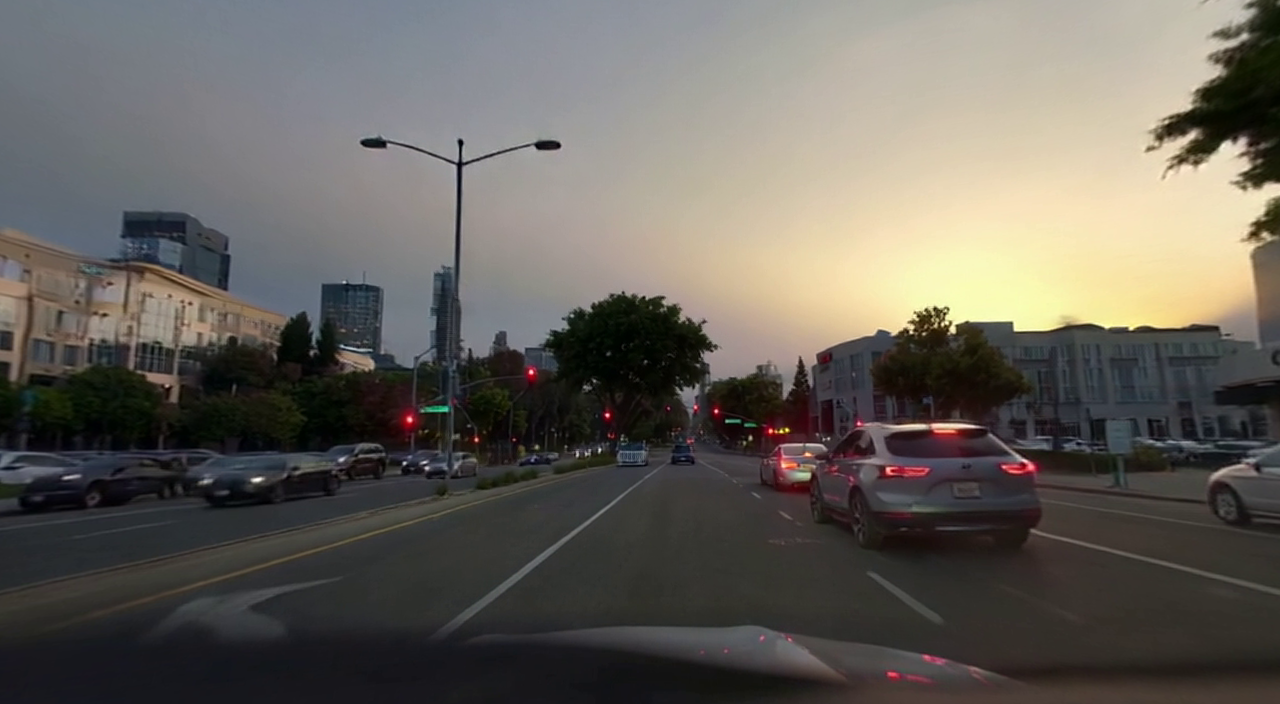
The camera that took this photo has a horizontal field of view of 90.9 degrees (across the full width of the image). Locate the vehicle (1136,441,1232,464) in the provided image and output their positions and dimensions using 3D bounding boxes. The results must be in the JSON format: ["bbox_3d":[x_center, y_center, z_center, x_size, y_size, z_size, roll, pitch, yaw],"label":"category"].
[{"bbox_3d":[38.851,7.189,45.114,4.775,1.529,1.992,-2,-8,6],"label":"vehicle"}]

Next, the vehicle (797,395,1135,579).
[{"bbox_3d":[3.835,1.700,8.770,2.282,1.797,4.924,-1,-8,3],"label":"vehicle"}]

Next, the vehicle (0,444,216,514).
[{"bbox_3d":[-16.740,3.915,20.201,2.200,1.884,5.653,0,-8,2],"label":"vehicle"}]

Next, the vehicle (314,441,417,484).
[{"bbox_3d":[-13.446,5.440,31.463,2.337,1.895,5.872,-1,-8,2],"label":"vehicle"}]

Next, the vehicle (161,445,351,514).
[{"bbox_3d":[-10.093,3.337,17.097,2.047,1.572,4.472,-1,-8,5],"label":"vehicle"}]

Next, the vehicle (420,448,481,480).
[{"bbox_3d":[-9.616,5.697,32.380,1.884,1.456,4.356,0,-8,-2],"label":"vehicle"}]

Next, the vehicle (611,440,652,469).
[{"bbox_3d":[-0.451,6.234,38.504,2.057,1.678,4.639,-1,-8,5],"label":"vehicle"}]

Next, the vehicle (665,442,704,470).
[{"bbox_3d":[2.529,5.799,35.259,2.059,1.477,3.988,-1,-8,5],"label":"vehicle"}]
